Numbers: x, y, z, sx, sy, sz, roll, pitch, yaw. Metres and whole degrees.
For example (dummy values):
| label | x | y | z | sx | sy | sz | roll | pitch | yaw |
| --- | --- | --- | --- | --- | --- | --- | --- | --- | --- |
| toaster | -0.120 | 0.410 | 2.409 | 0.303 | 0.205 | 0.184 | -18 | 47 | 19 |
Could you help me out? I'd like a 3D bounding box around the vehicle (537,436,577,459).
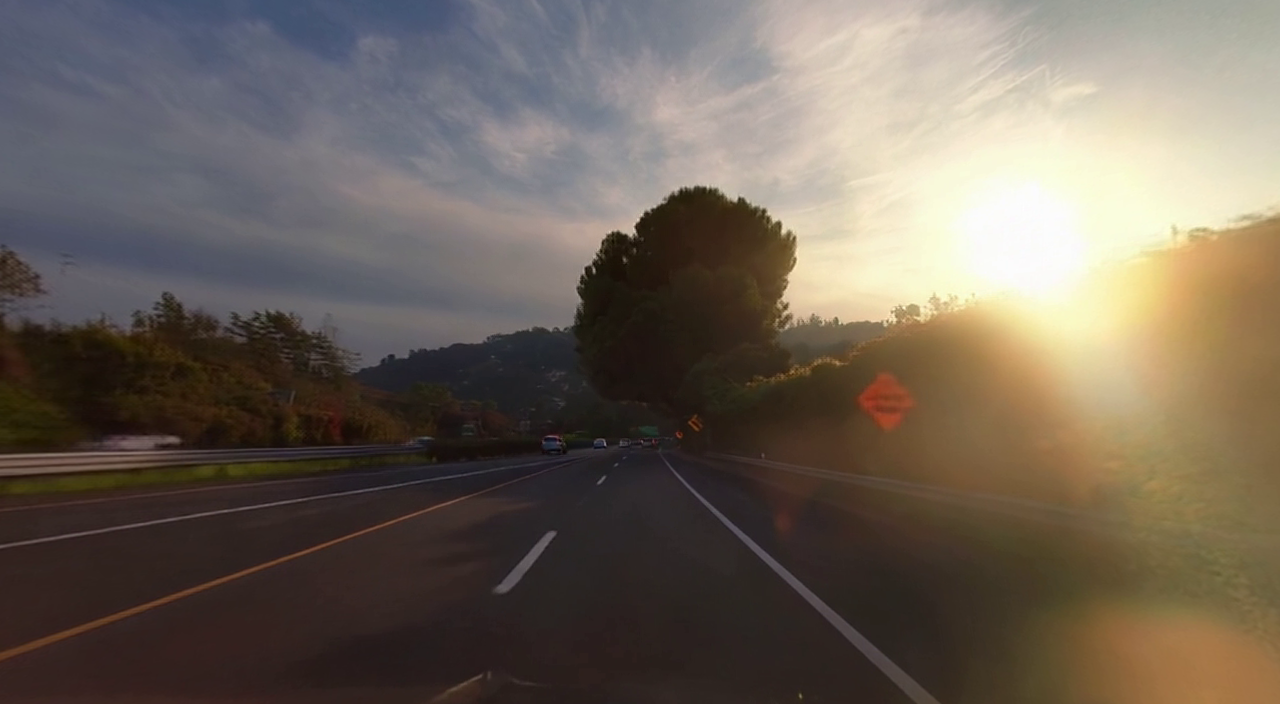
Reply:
| label | x | y | z | sx | sy | sz | roll | pitch | yaw |
| --- | --- | --- | --- | --- | --- | --- | --- | --- | --- |
| vehicle | -6.104 | 7.034 | 46.857 | 2.141 | 1.612 | 3.998 | -1 | -8 | 5 |
